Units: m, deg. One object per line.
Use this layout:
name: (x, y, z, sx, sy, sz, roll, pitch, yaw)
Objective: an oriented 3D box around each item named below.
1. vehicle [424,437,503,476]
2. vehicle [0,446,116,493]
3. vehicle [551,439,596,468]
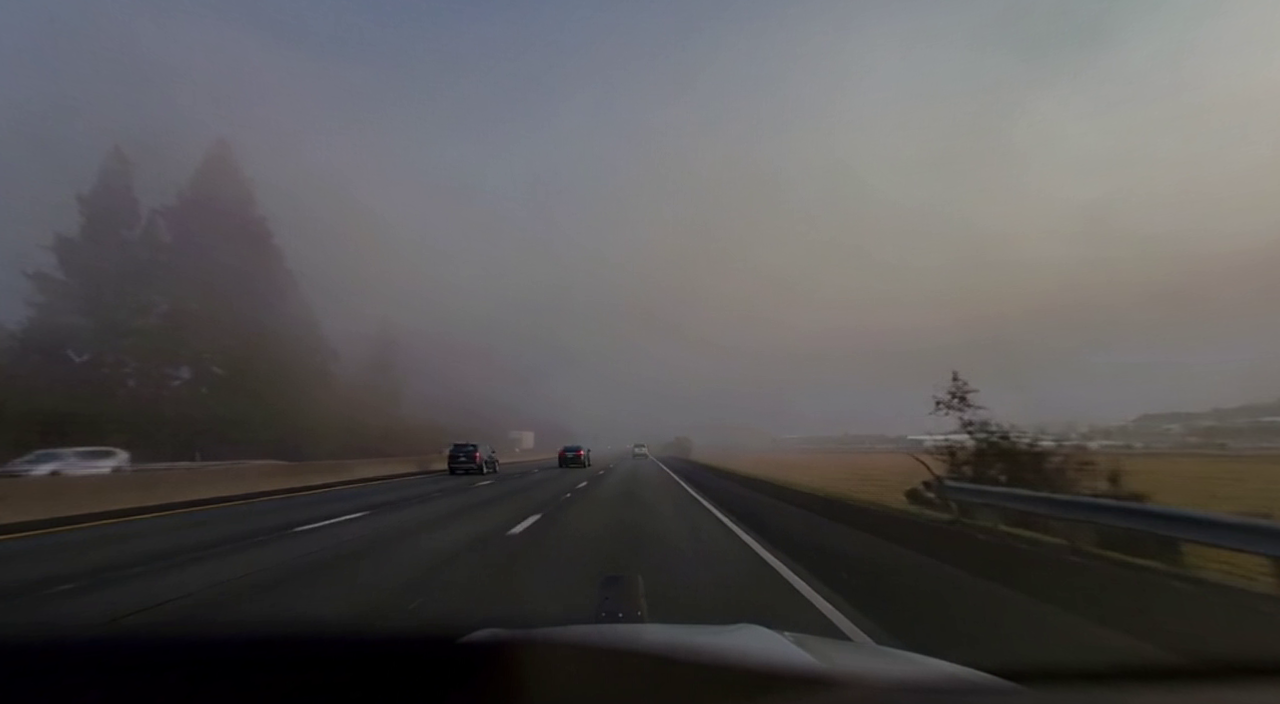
vehicle: (-7.529, 4.522, 27.378, 2.034, 1.523, 4.627, 0, -8, 1)
vehicle: (-22.404, 4.275, 23.291, 1.966, 1.559, 4.660, 0, -8, 1)
vehicle: (-3.901, 6.104, 37.959, 2.083, 1.588, 4.801, 0, -8, 1)
